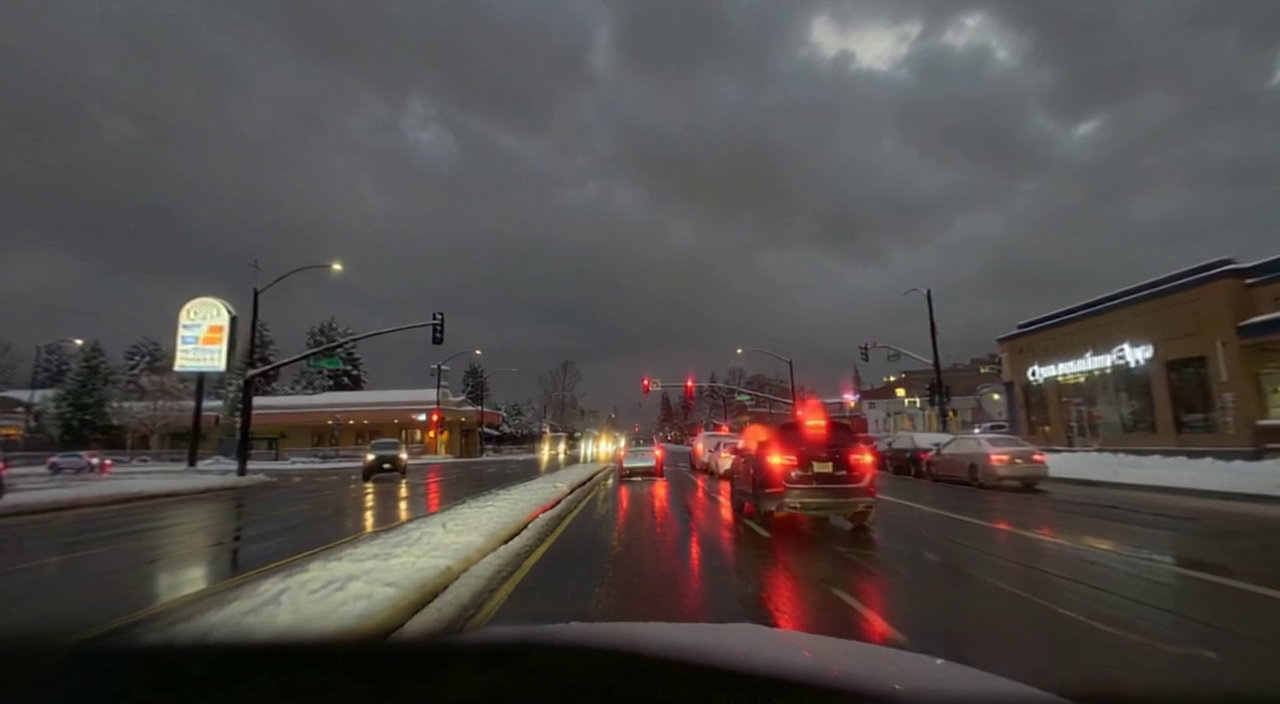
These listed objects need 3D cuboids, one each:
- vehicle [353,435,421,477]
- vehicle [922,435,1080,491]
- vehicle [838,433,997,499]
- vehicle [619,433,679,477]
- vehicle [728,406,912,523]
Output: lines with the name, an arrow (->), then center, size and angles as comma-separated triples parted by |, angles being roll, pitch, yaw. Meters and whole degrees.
vehicle -> -11.794, 4.774, 29.239 | 2.106, 1.751, 4.554 | 5, -10, -31
vehicle -> 10.543, 3.259, 18.945 | 1.881, 1.463, 4.726 | 0, -8, -1
vehicle -> 6.910, 2.873, 16.349 | 2.059, 1.458, 4.395 | 0, -8, -1
vehicle -> 0.282, 3.860, 23.805 | 2.073, 1.496, 3.892 | 0, -8, -1
vehicle -> 3.136, 2.101, 12.293 | 2.038, 1.787, 4.946 | 0, -8, -1
